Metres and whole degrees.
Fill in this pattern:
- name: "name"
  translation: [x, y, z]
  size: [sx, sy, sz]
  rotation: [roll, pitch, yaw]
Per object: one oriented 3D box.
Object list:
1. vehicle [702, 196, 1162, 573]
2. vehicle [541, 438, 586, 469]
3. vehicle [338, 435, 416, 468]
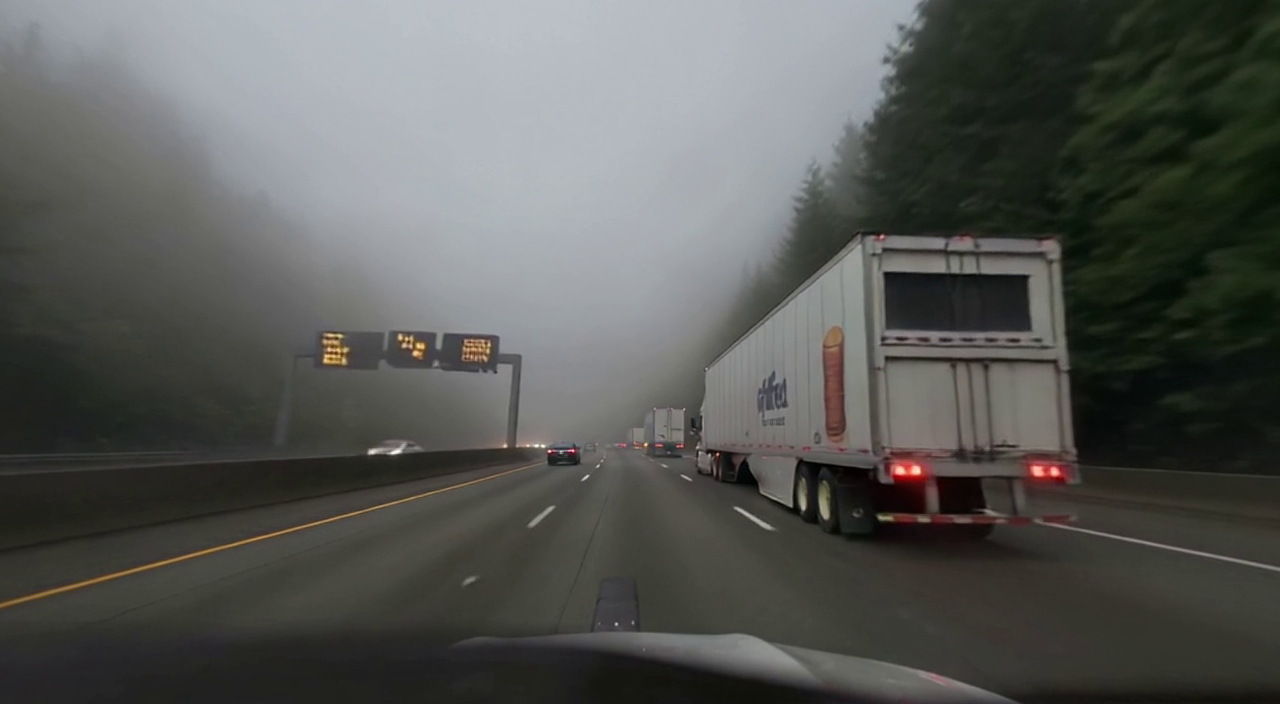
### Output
- name: "vehicle"
  translation: [3.694, 1.178, 13.228]
  size: [2.948, 4.045, 13.051]
  rotation: [0, -8, -2]
- name: "vehicle"
  translation: [-4.330, 5.798, 36.282]
  size: [2.206, 1.644, 4.027]
  rotation: [0, -8, -2]
- name: "vehicle"
  translation: [-12.691, 4.832, 30.729]
  size: [2.003, 1.478, 4.416]
  rotation: [0, -8, -2]
